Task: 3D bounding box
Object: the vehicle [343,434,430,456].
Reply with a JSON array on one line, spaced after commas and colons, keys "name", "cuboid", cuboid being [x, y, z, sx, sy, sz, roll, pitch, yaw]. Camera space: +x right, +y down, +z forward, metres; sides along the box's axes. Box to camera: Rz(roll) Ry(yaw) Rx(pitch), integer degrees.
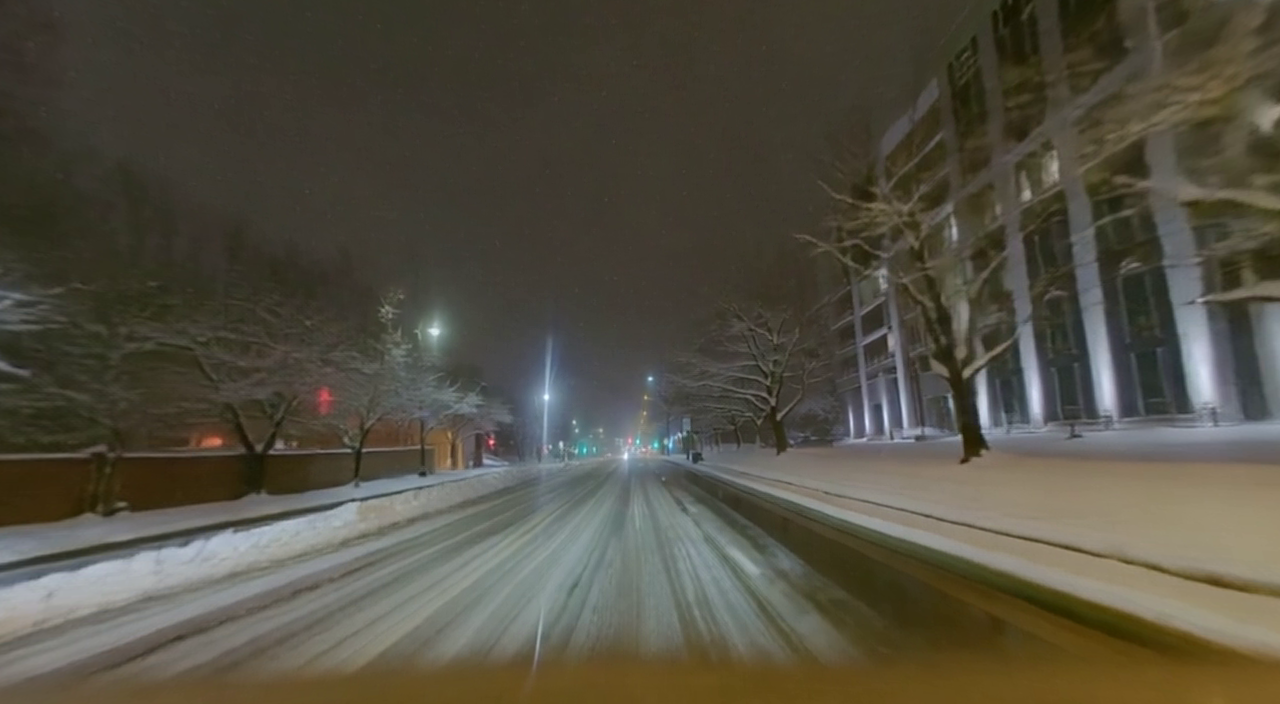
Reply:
[{"name": "vehicle", "cuboid": [-19.728, 7.281, 49.264, 5.962, 1.458, 1.711, 1, -10, 3]}]
